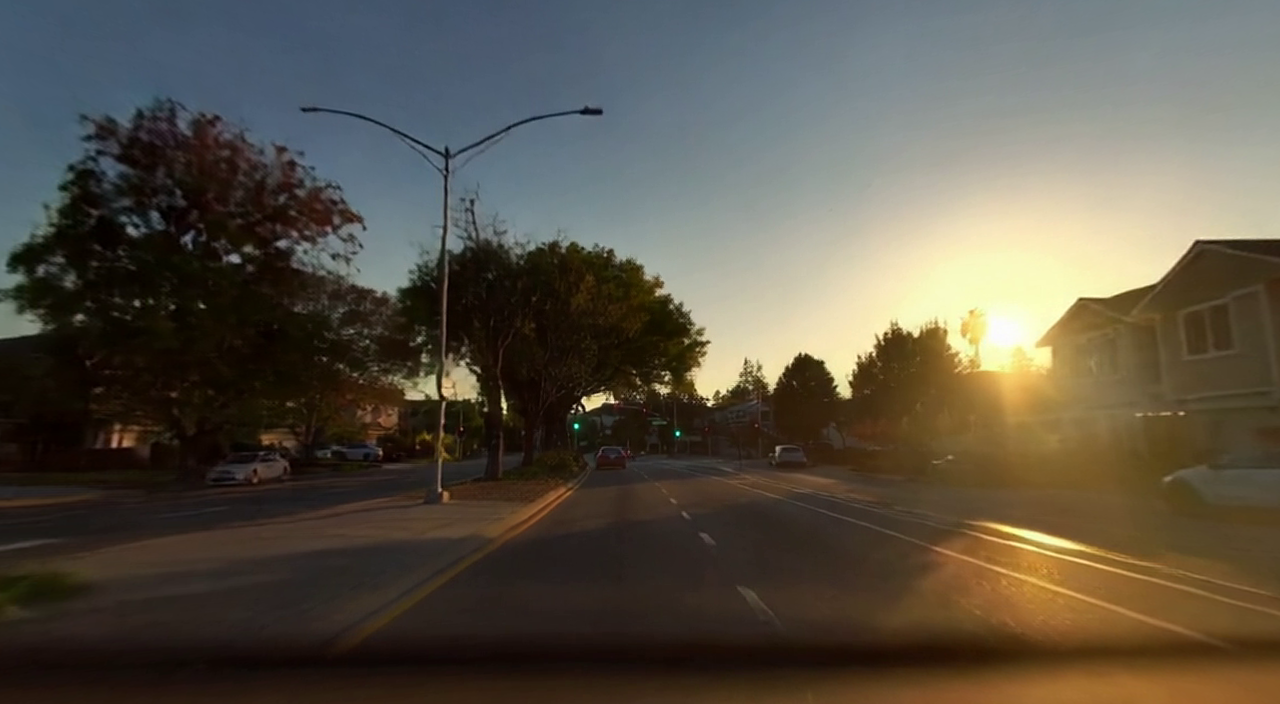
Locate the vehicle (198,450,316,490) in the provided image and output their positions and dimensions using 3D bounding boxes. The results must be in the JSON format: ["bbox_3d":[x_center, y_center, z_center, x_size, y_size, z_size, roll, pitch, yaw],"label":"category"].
[{"bbox_3d":[-15.330,4.713,25.564,2.070,1.469,4.524,0,-9,-2],"label":"vehicle"}]

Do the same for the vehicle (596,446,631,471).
[{"bbox_3d":[-1.710,6.738,40.051,2.113,1.462,4.203,1,-9,-4],"label":"vehicle"}]

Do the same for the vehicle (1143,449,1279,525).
[{"bbox_3d":[11.603,2.296,10.835,2.015,1.231,4.748,0,-9,0],"label":"vehicle"}]

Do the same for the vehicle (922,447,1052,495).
[{"bbox_3d":[11.650,3.986,21.573,1.839,1.445,4.484,0,-9,-1],"label":"vehicle"}]

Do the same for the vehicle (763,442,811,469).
[{"bbox_3d":[10.227,7.245,44.211,2.145,1.795,4.992,0,-9,-1],"label":"vehicle"}]
